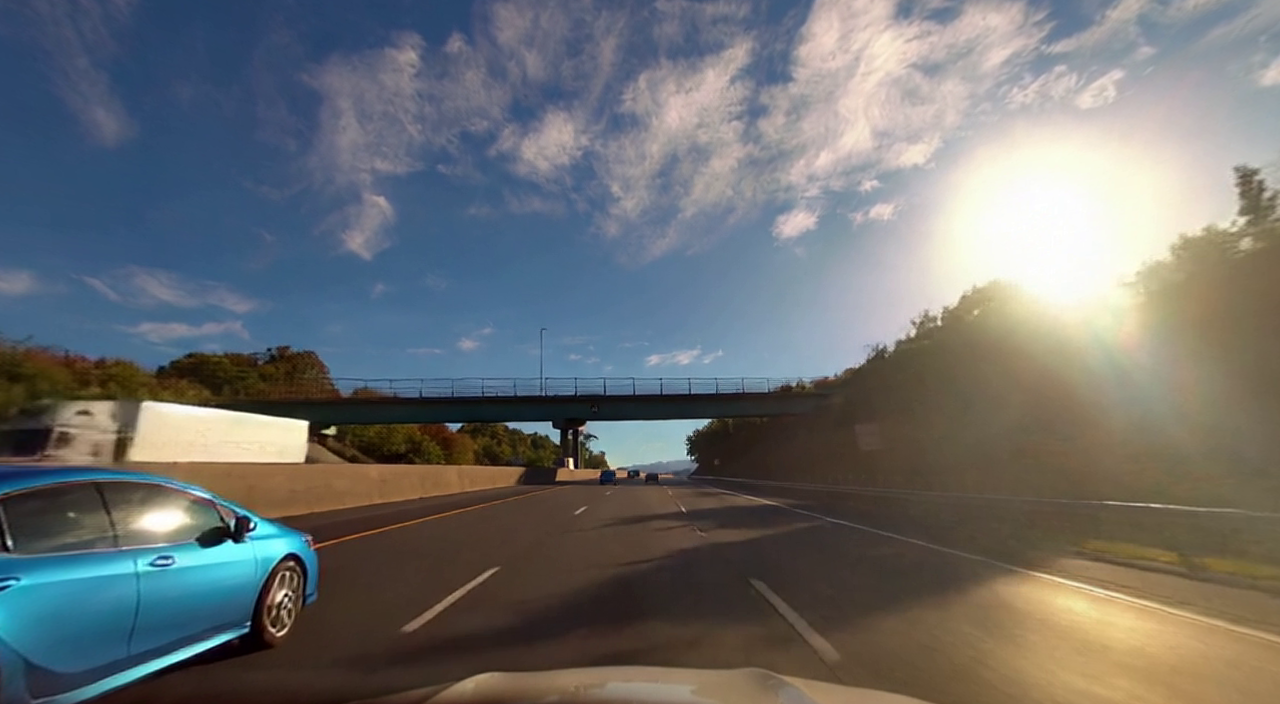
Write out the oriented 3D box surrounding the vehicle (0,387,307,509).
[{"bbox_3d":[-19.702,4.397,27.548,2.814,4.002,13.544,1,-11,0],"label":"vehicle"}]
